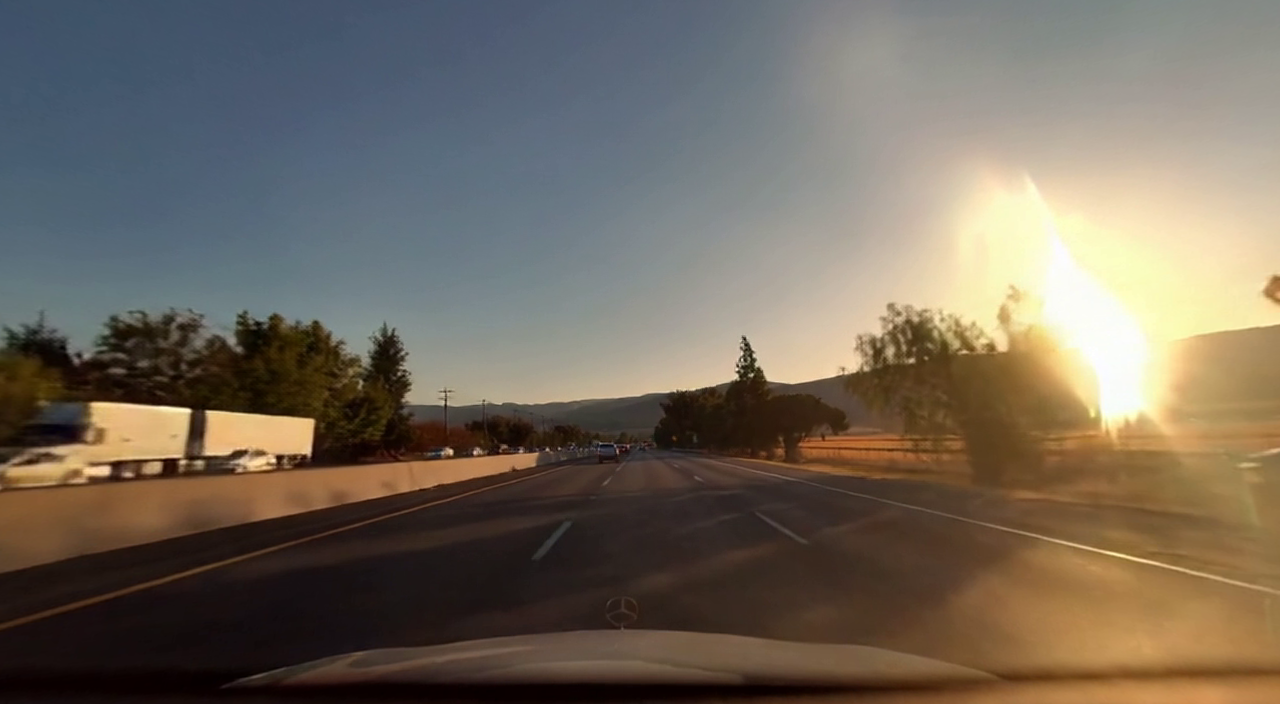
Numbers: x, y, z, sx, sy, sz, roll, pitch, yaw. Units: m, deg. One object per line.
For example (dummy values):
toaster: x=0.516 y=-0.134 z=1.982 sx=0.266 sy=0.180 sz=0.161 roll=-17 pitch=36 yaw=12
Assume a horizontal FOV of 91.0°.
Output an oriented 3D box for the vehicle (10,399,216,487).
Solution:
vehicle: x=-28.567 y=5.081 z=35.105 sx=3.036 sy=4.207 sz=9.501 roll=0 pitch=-9 yaw=1

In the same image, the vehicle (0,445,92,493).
vehicle: x=-24.506 y=4.508 z=24.531 sx=1.969 sy=1.731 sz=4.753 roll=0 pitch=-9 yaw=1
